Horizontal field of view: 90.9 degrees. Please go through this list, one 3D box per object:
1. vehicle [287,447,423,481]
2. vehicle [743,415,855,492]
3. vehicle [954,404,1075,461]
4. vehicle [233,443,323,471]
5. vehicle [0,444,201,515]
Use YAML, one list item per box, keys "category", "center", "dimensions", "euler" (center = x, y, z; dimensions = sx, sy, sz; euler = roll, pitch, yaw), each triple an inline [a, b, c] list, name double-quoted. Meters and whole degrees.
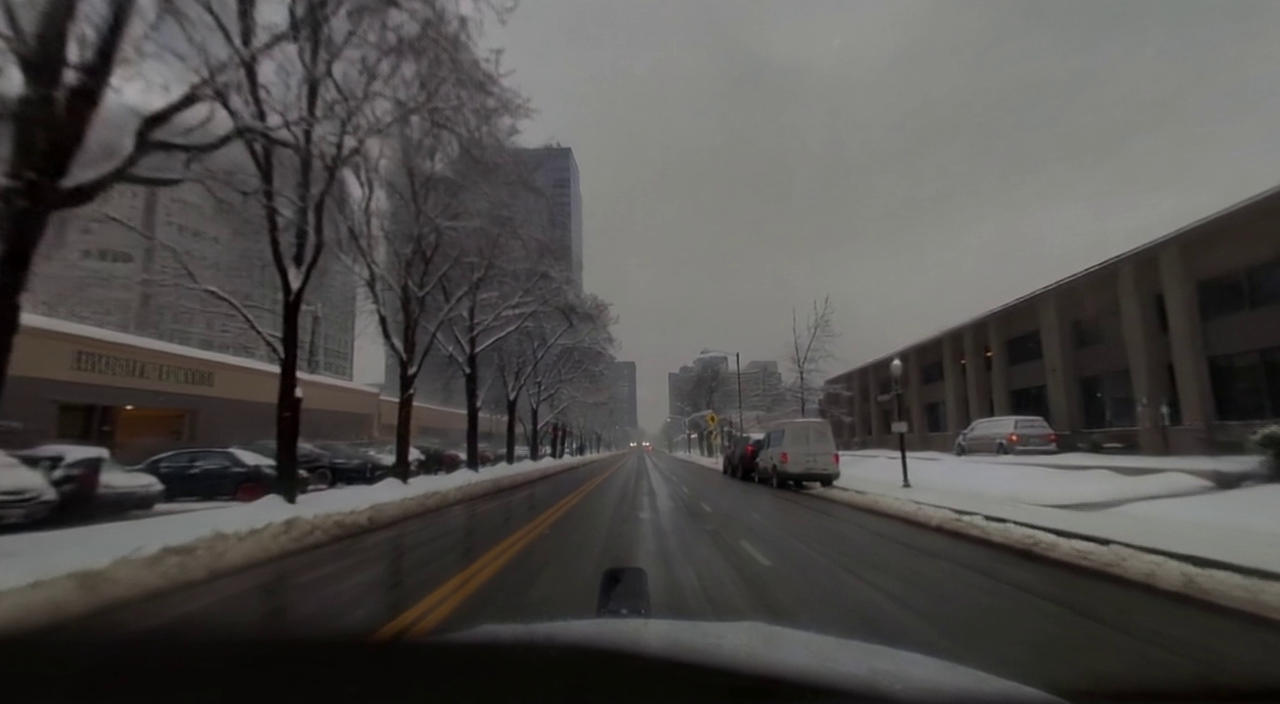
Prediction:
- category: "vehicle"
  center: [-13.069, 5.149, 29.174]
  dimensions: [5.269, 1.491, 2.133]
  euler: [-1, -9, 2]
- category: "vehicle"
  center: [5.787, 3.832, 24.049]
  dimensions: [2.596, 2.509, 6.178]
  euler: [0, -9, 0]
- category: "vehicle"
  center: [19.054, 4.221, 32.576]
  dimensions: [2.341, 2.648, 6.024]
  euler: [1, -8, -2]
- category: "vehicle"
  center: [-25.659, 7.445, 45.001]
  dimensions: [2.252, 1.804, 5.454]
  euler: [-2, -9, 15]
- category: "vehicle"
  center: [-13.188, 2.882, 14.514]
  dimensions: [4.626, 1.489, 2.042]
  euler: [0, -9, 1]
